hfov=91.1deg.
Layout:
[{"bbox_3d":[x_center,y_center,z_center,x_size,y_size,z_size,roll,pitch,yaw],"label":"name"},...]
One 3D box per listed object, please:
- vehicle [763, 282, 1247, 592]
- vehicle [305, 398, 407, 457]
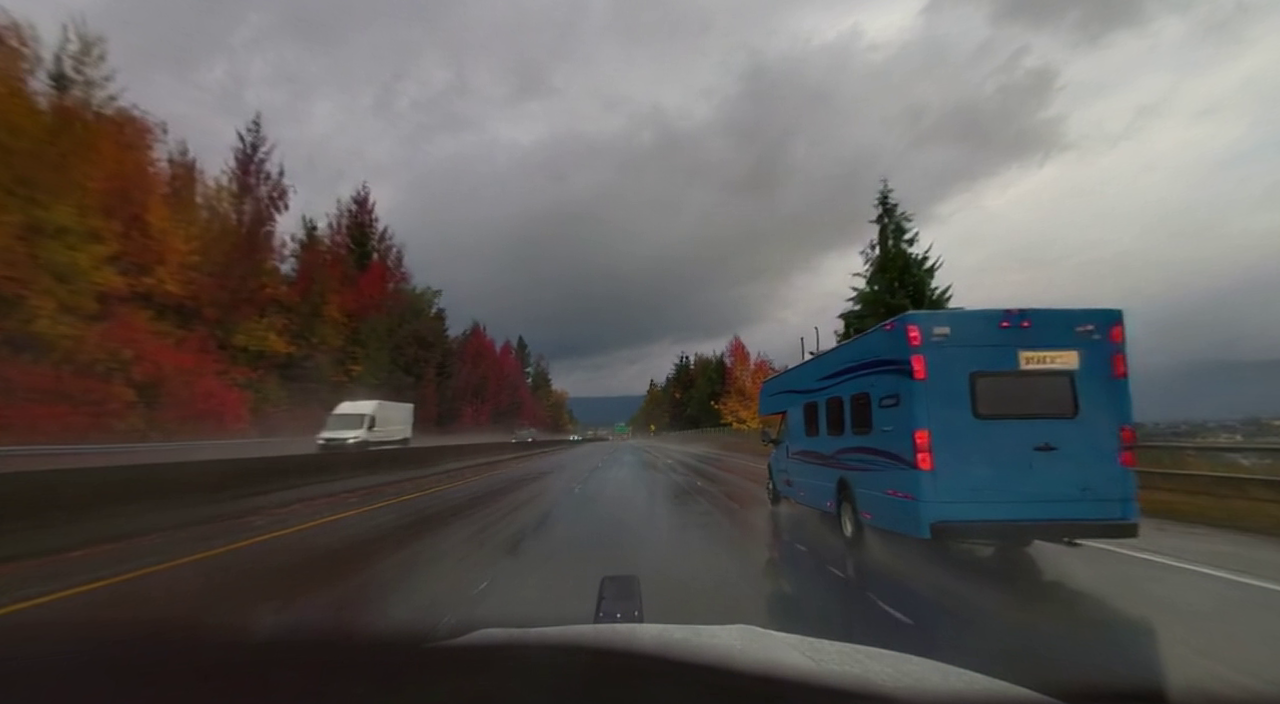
[{"bbox_3d":[4.063,1.218,9.435,2.815,2.876,7.101,0,-8,-1],"label":"vehicle"},{"bbox_3d":[-15.164,4.151,34.200,2.456,2.870,6.580,0,-8,0],"label":"vehicle"}]
